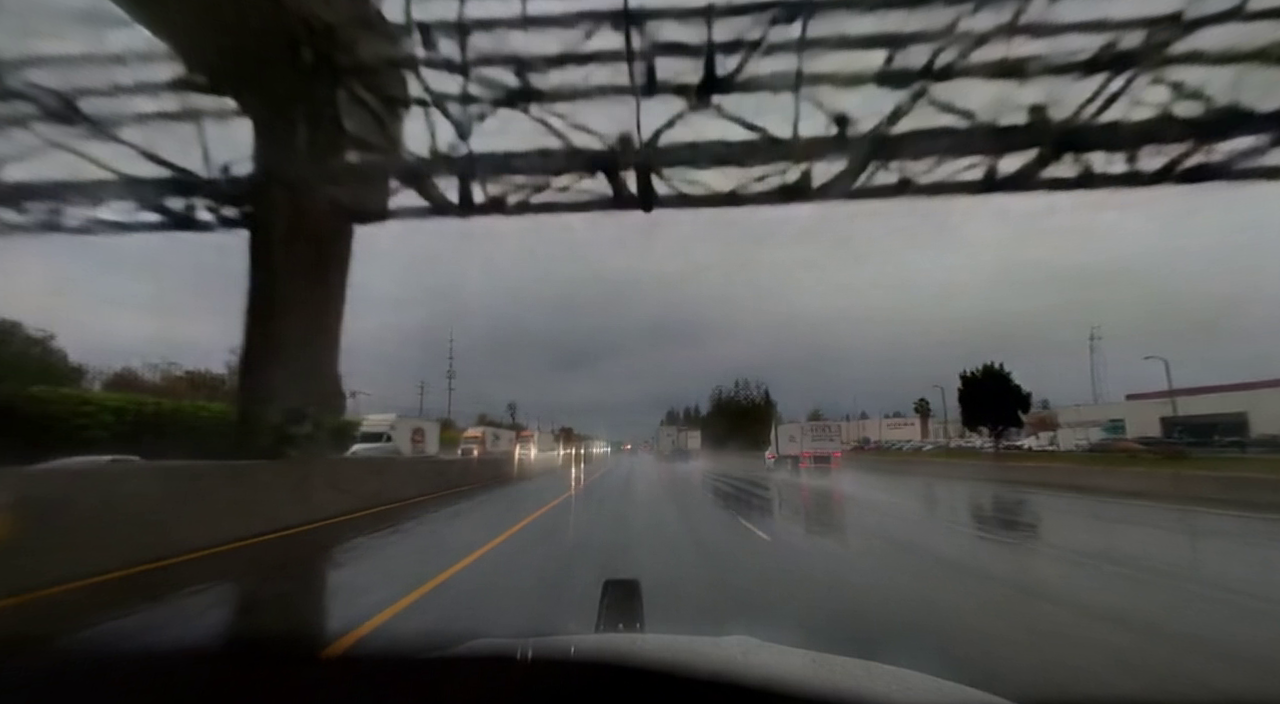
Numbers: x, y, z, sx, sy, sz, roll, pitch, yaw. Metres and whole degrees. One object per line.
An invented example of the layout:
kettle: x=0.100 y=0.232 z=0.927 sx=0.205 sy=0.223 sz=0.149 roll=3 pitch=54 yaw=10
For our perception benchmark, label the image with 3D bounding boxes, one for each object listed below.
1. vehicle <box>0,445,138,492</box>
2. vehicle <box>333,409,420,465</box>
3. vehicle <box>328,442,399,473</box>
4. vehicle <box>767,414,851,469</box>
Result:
vehicle: x=-20.263 y=3.992 z=22.043 sx=1.903 sy=1.445 sz=4.386 roll=0 pitch=-9 yaw=-1
vehicle: x=-17.327 y=5.711 z=42.111 sx=3.008 sy=3.447 sz=6.441 roll=0 pitch=-9 yaw=-1
vehicle: x=-13.736 y=5.264 z=31.618 sx=1.790 sy=1.428 sz=3.725 roll=0 pitch=-9 yaw=1
vehicle: x=11.173 y=6.130 z=43.036 sx=2.912 sy=3.293 sz=9.588 roll=0 pitch=-9 yaw=-1
